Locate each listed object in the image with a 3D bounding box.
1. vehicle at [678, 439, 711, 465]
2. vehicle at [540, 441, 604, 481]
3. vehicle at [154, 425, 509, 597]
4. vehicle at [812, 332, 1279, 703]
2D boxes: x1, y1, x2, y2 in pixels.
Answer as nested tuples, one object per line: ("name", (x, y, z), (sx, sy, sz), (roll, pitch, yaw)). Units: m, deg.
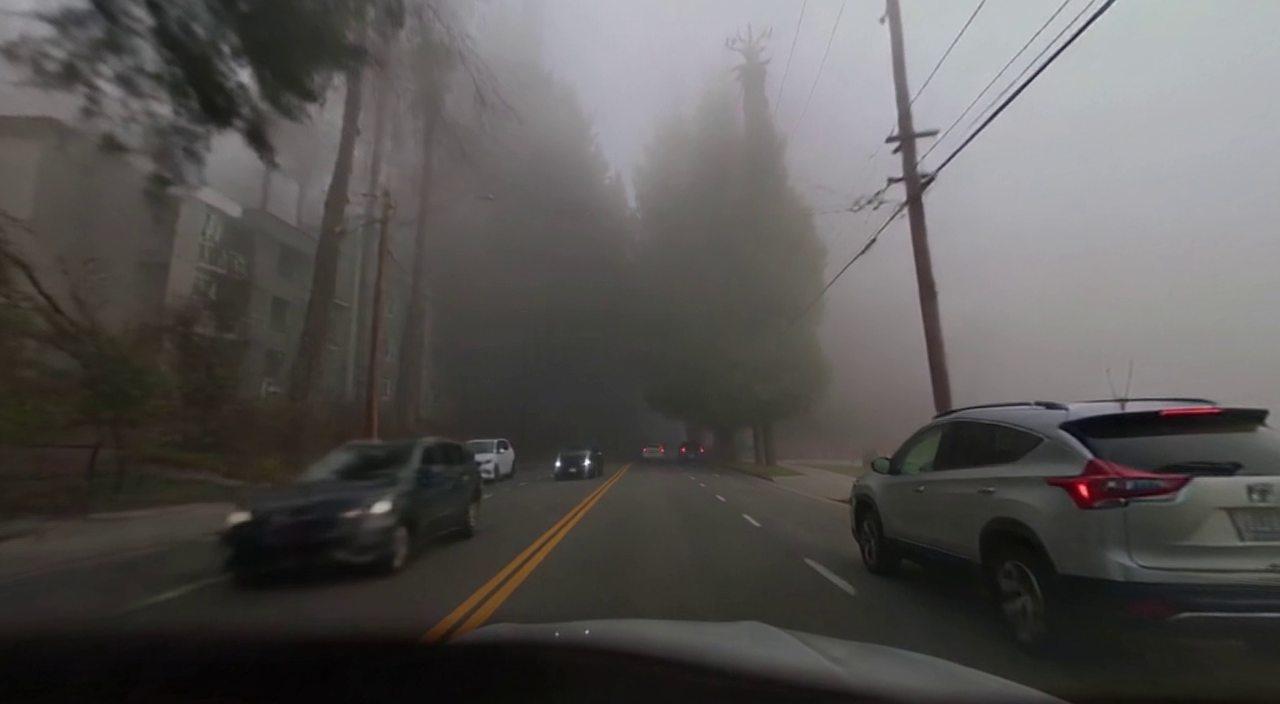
("vehicle", (3.922, 7.298, 45.764), (2.069, 1.791, 4.422), (0, -9, 1))
("vehicle", (-2.852, 4.709, 27.406), (2.151, 1.540, 4.673), (0, -9, 2))
("vehicle", (-3.221, 1.756, 7.882), (2.096, 1.515, 4.481), (0, -9, 1))
("vehicle", (3.329, 1.214, 5.387), (2.219, 1.881, 5.104), (0, -9, 0))
